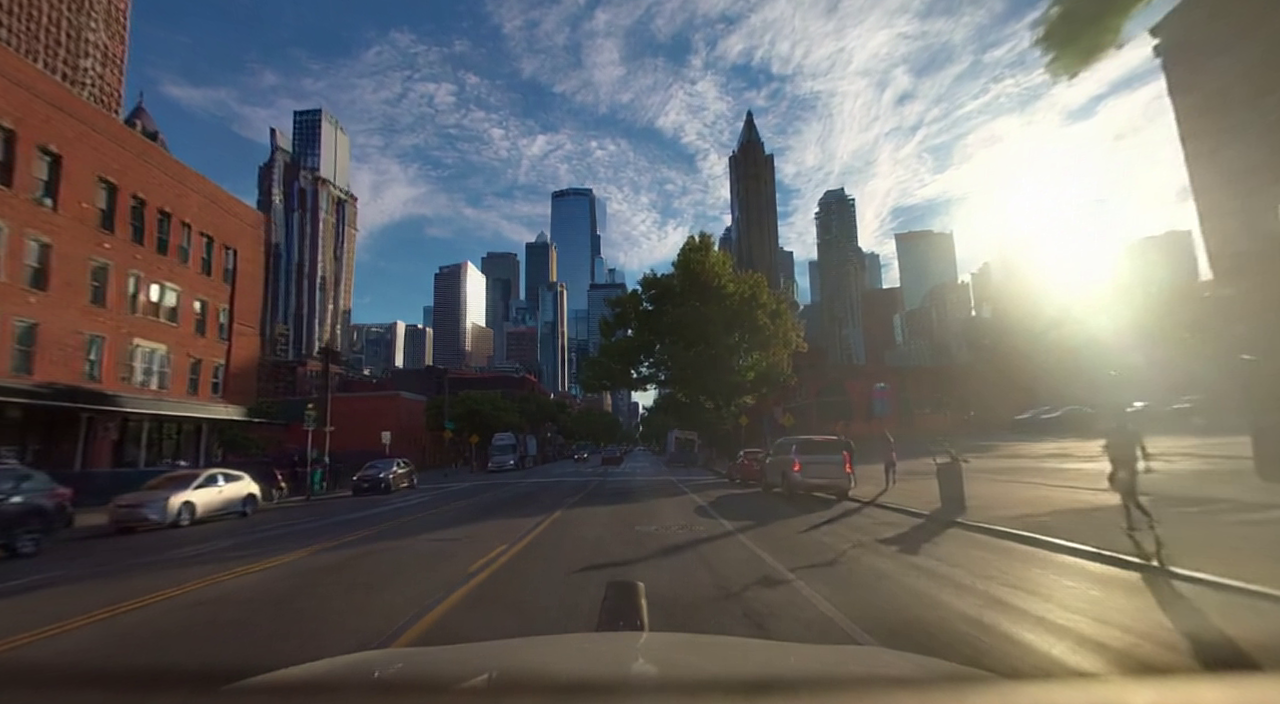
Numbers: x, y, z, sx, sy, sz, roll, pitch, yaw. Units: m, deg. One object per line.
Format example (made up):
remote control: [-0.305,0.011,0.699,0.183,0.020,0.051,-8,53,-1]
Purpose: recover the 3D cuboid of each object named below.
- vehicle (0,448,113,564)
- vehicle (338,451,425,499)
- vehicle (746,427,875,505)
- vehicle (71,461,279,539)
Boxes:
vehicle: [-11.232,2.458,9.559,1.970,1.828,5.519,-4,-8,-2]
vehicle: [-11.192,5.326,27.728,2.039,1.770,4.445,-3,-9,-1]
vehicle: [4.712,3.253,18.512,2.237,1.908,5.320,0,-9,0]
vehicle: [-11.316,3.585,15.873,2.007,1.511,4.280,-4,-10,0]
